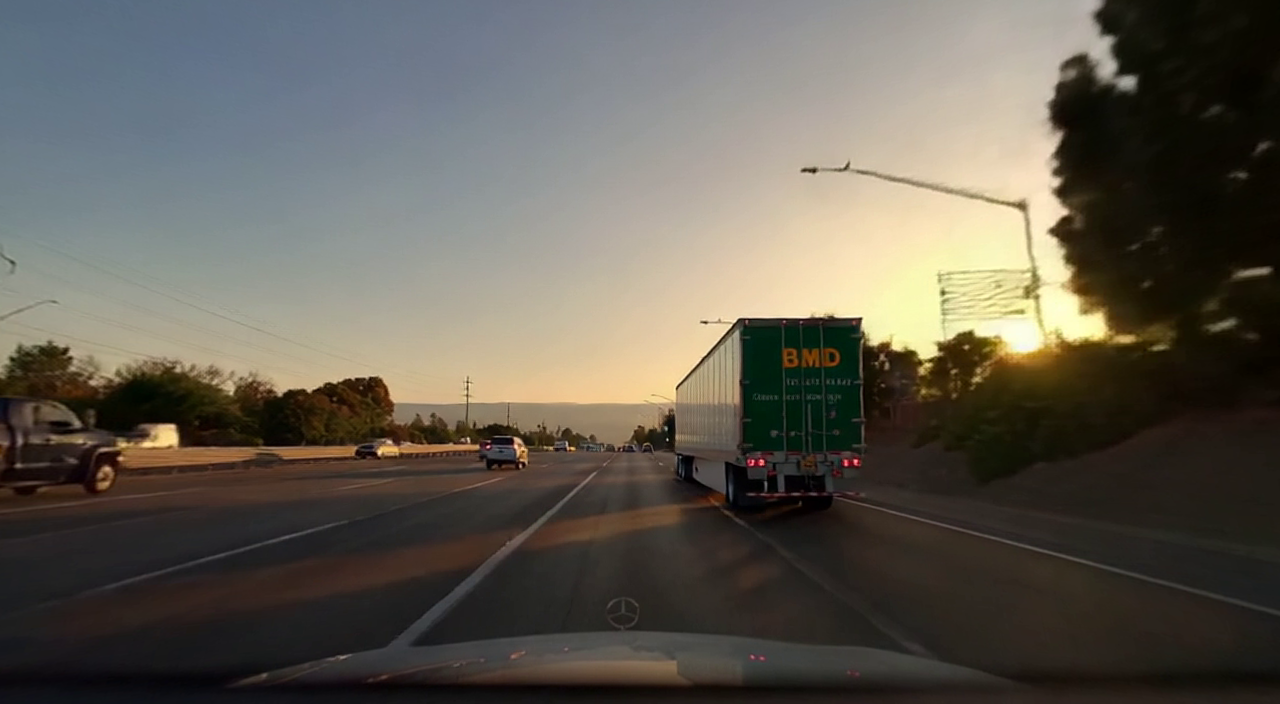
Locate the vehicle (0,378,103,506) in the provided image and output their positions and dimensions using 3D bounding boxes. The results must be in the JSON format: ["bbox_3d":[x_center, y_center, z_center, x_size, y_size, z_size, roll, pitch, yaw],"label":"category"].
[{"bbox_3d":[-14.095,1.696,11.906,2.307,2.571,6.260,0,-8,0],"label":"vehicle"}]

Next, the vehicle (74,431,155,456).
[{"bbox_3d":[-34.471,6.031,41.579,1.781,1.492,4.110,0,-8,0],"label":"vehicle"}]

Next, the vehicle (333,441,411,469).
[{"bbox_3d":[-14.097,5.431,33.565,2.067,1.398,4.863,0,-8,0],"label":"vehicle"}]

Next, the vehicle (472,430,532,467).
[{"bbox_3d":[-7.474,5.305,34.778,2.100,1.905,5.119,0,-8,0],"label":"vehicle"}]

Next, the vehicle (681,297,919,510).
[{"bbox_3d":[3.418,2.005,19.226,2.891,3.944,15.051,0,-8,-2],"label":"vehicle"}]
